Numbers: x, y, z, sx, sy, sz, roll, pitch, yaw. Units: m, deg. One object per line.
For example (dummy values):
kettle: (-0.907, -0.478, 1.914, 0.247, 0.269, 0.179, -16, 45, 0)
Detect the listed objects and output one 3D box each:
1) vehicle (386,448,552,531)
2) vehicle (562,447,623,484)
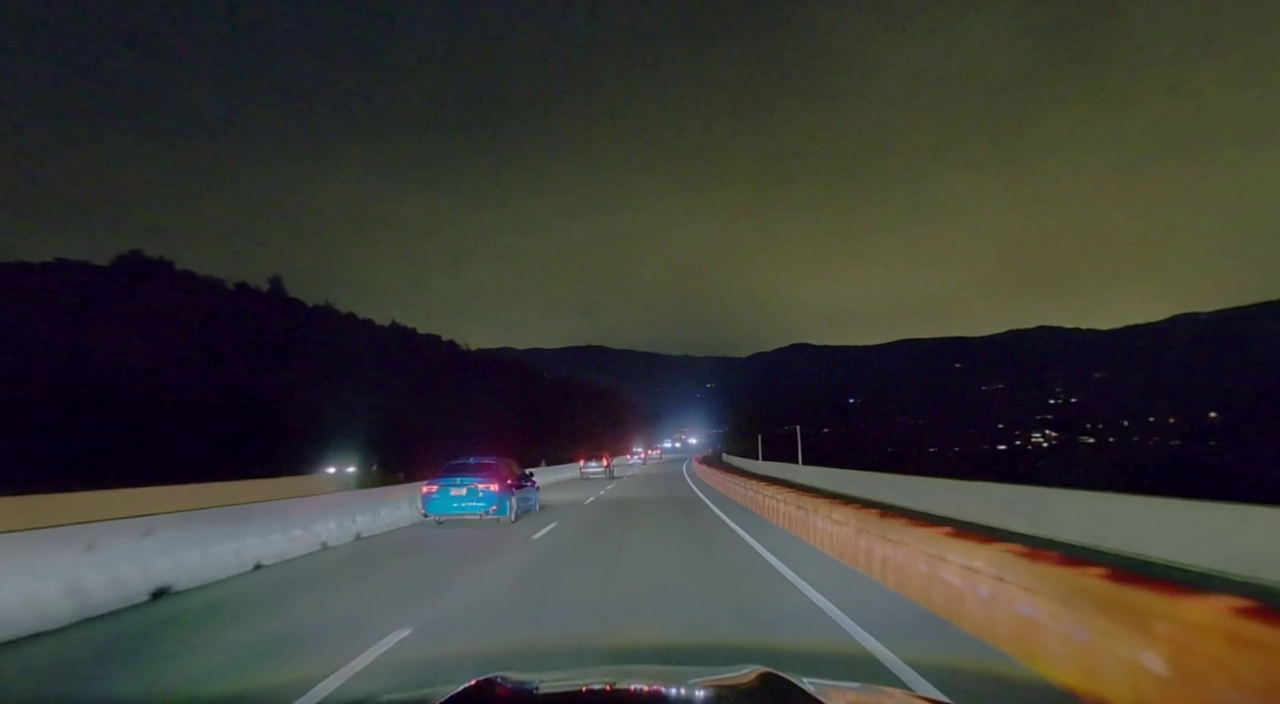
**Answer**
vehicle: (-3.088, 2.571, 12.348, 2.061, 1.330, 3.928, 0, -9, 1)
vehicle: (-1.961, 4.875, 27.305, 2.094, 1.480, 4.124, -1, -9, 3)
